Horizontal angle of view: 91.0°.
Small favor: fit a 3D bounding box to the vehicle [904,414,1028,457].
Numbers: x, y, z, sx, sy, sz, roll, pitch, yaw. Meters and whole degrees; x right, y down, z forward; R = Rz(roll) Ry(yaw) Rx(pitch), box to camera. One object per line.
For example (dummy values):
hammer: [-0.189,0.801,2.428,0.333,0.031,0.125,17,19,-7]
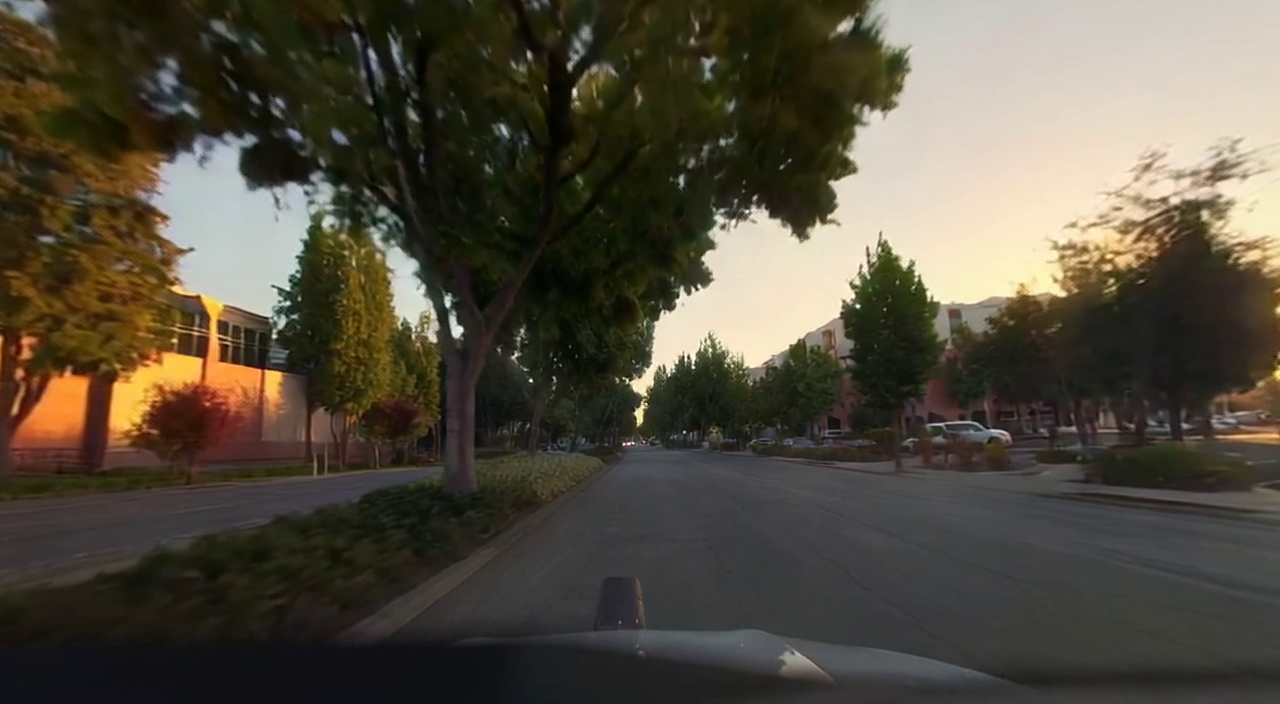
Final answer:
vehicle: [19.800,5.106,38.421,6.174,2.496,2.349,0,-8,-2]
